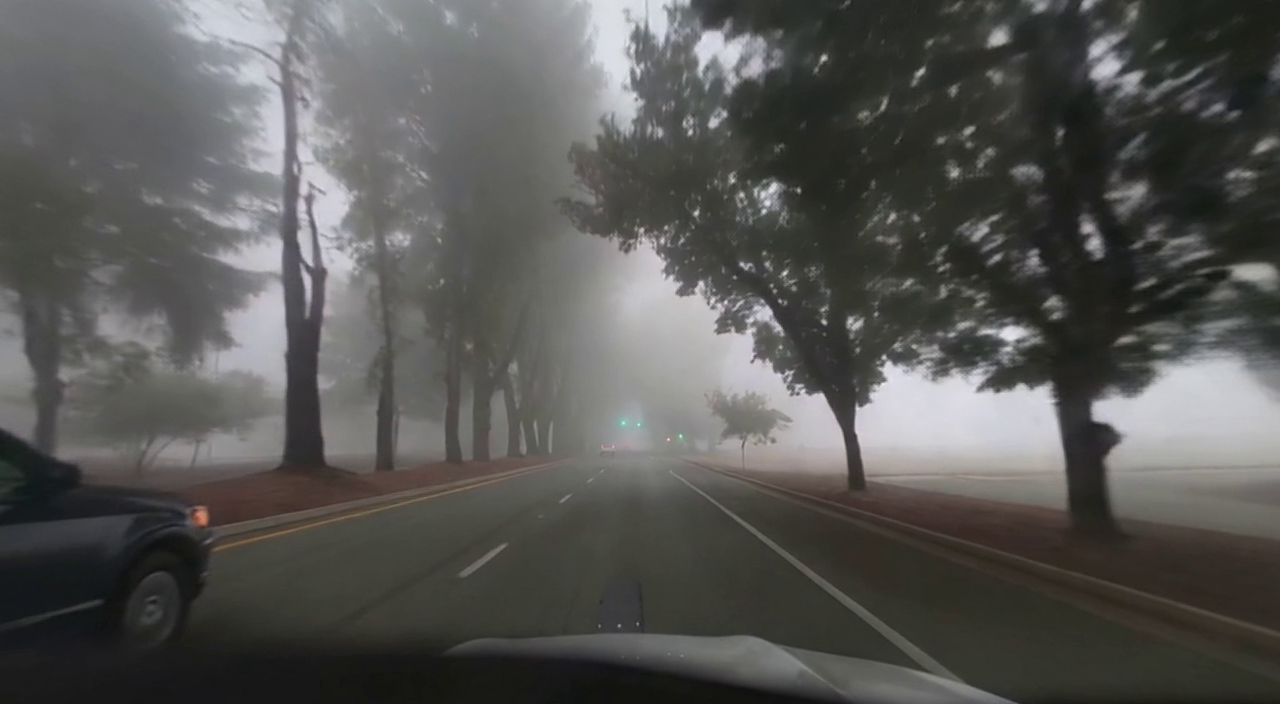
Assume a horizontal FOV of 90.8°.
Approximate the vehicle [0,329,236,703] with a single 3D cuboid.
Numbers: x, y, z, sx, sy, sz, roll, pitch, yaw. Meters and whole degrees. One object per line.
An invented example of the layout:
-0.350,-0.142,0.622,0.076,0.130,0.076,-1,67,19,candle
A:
-3.611,0.721,2.035,2.018,1.769,3.897,0,-8,-1,vehicle
